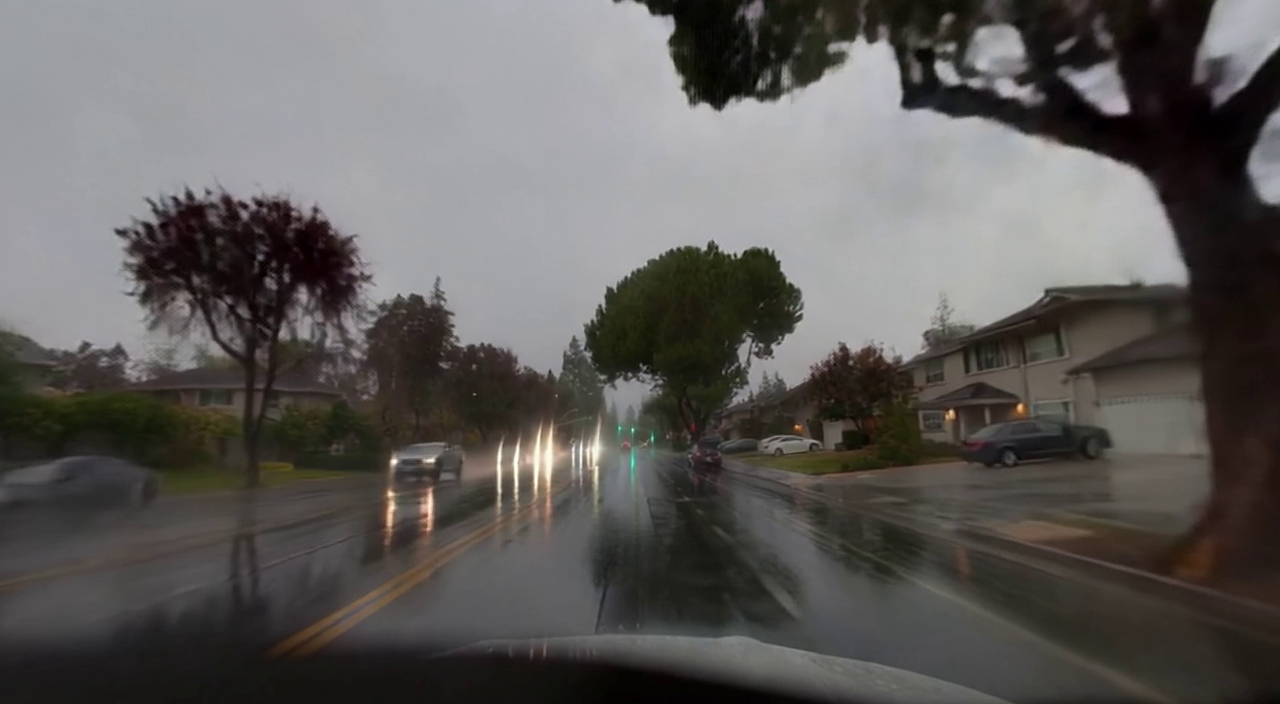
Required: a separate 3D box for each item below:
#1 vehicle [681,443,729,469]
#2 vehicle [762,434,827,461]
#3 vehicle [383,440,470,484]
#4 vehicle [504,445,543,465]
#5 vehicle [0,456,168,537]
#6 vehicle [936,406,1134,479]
[{"bbox_3d":[3.793,6.155,37.578,1.946,1.431,4.695,1,-8,-5],"label":"vehicle"},{"bbox_3d":[10.871,6.714,44.550,3.999,1.599,1.819,-4,-8,0],"label":"vehicle"},{"bbox_3d":[-8.683,4.481,26.149,2.030,1.632,4.520,0,-8,0],"label":"vehicle"},{"bbox_3d":[-8.835,7.800,48.185,1.986,1.442,4.602,0,-8,1],"label":"vehicle"},{"bbox_3d":[-13.320,3.144,14.301,1.850,1.472,4.511,0,-8,-1],"label":"vehicle"},{"bbox_3d":[11.940,2.772,19.353,4.625,1.711,1.910,-5,-8,0],"label":"vehicle"}]
